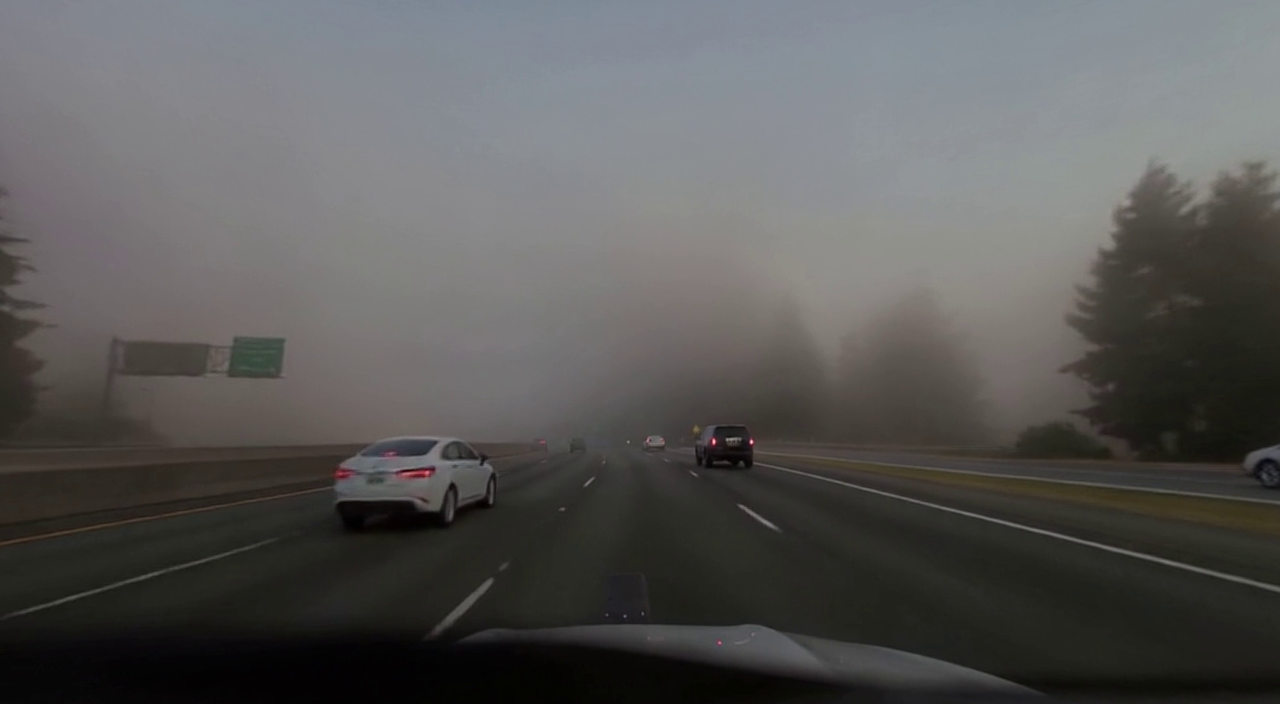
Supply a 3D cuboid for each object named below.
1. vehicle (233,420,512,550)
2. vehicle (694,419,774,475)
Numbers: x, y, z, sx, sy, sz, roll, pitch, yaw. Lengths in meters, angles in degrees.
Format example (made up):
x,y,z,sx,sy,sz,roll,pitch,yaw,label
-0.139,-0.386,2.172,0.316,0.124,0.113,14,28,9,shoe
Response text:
x,y,z,sx,sy,sz,roll,pitch,yaw,label
-3.590,1.881,9.762,2.183,1.486,4.848,0,-8,0,vehicle
3.229,3.396,22.652,2.043,1.795,4.347,0,-8,-2,vehicle
